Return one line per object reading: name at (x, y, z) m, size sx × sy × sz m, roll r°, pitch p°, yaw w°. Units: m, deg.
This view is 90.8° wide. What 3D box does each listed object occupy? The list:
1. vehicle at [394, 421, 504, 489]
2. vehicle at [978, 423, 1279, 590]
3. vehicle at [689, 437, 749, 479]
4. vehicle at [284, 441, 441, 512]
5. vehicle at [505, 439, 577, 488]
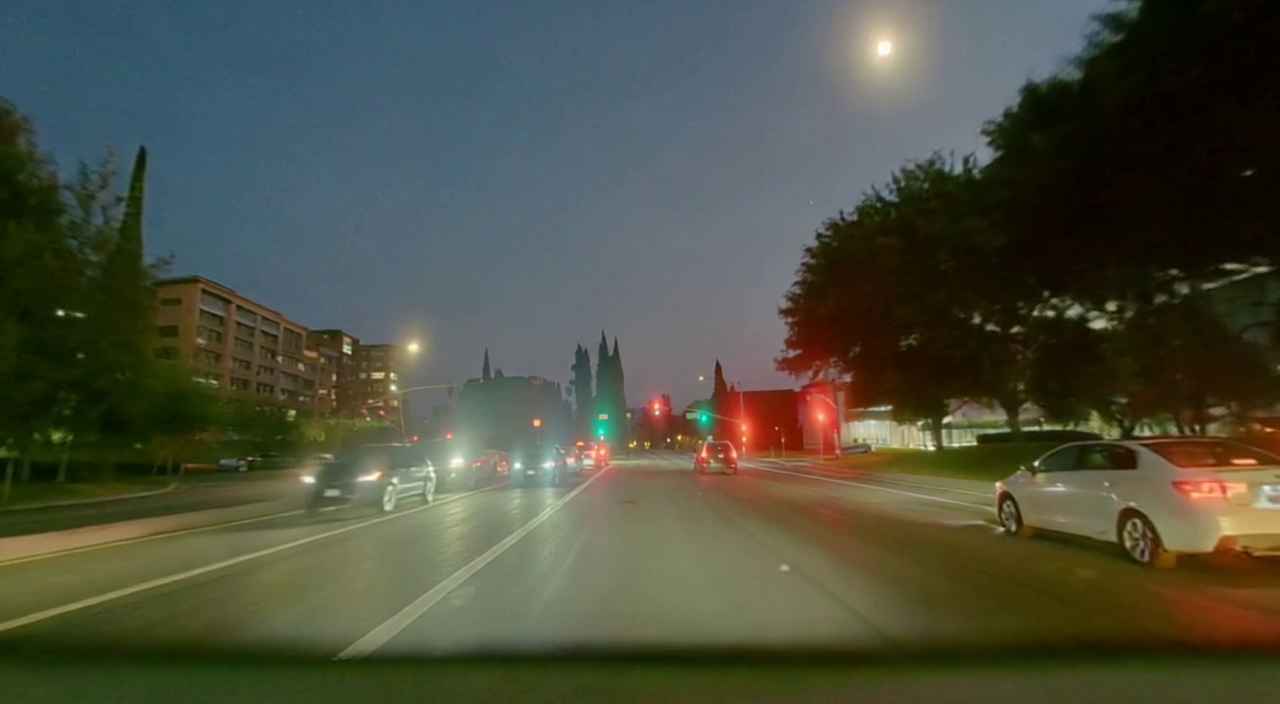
vehicle at (-6.705, 3.721, 23.092) m, size 2.141 × 2.111 × 5.940 m, roll -1°, pitch -9°, yaw 0°
vehicle at (6.735, 1.838, 8.420) m, size 2.000 × 1.618 × 4.238 m, roll 0°, pitch -9°, yaw -1°
vehicle at (3.567, 4.869, 29.333) m, size 2.095 × 1.759 × 4.862 m, roll 0°, pitch -9°, yaw -1°
vehicle at (-6.617, 2.997, 15.702) m, size 1.970 × 1.483 × 4.269 m, roll 0°, pitch -8°, yaw 0°
vehicle at (-3.548, 4.085, 23.472) m, size 1.948 × 1.595 × 4.256 m, roll -1°, pitch -9°, yaw 0°
